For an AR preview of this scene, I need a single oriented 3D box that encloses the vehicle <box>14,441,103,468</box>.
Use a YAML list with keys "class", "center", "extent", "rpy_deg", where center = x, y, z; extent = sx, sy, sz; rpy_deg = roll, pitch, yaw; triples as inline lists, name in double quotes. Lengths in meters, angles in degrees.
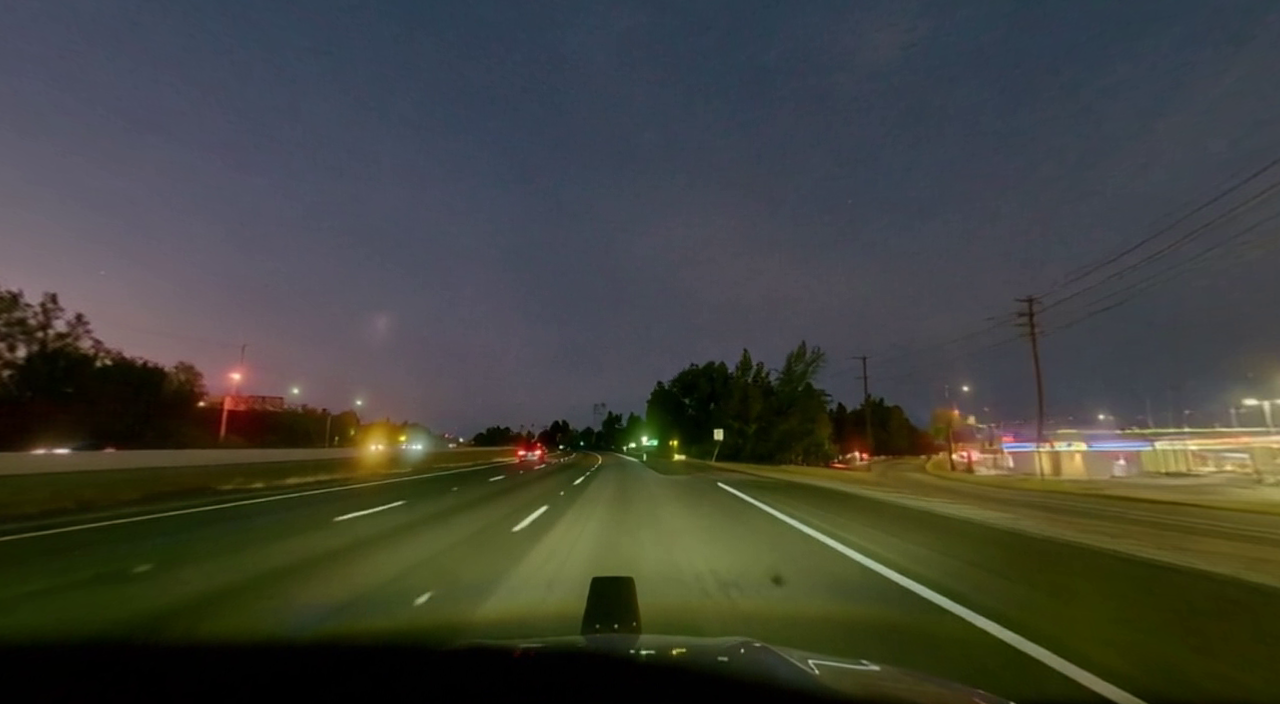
- class: "vehicle"
  center: [-41.537, 7.313, 45.304]
  extent: [2.052, 1.863, 4.692]
  rpy_deg: [0, -8, -3]
